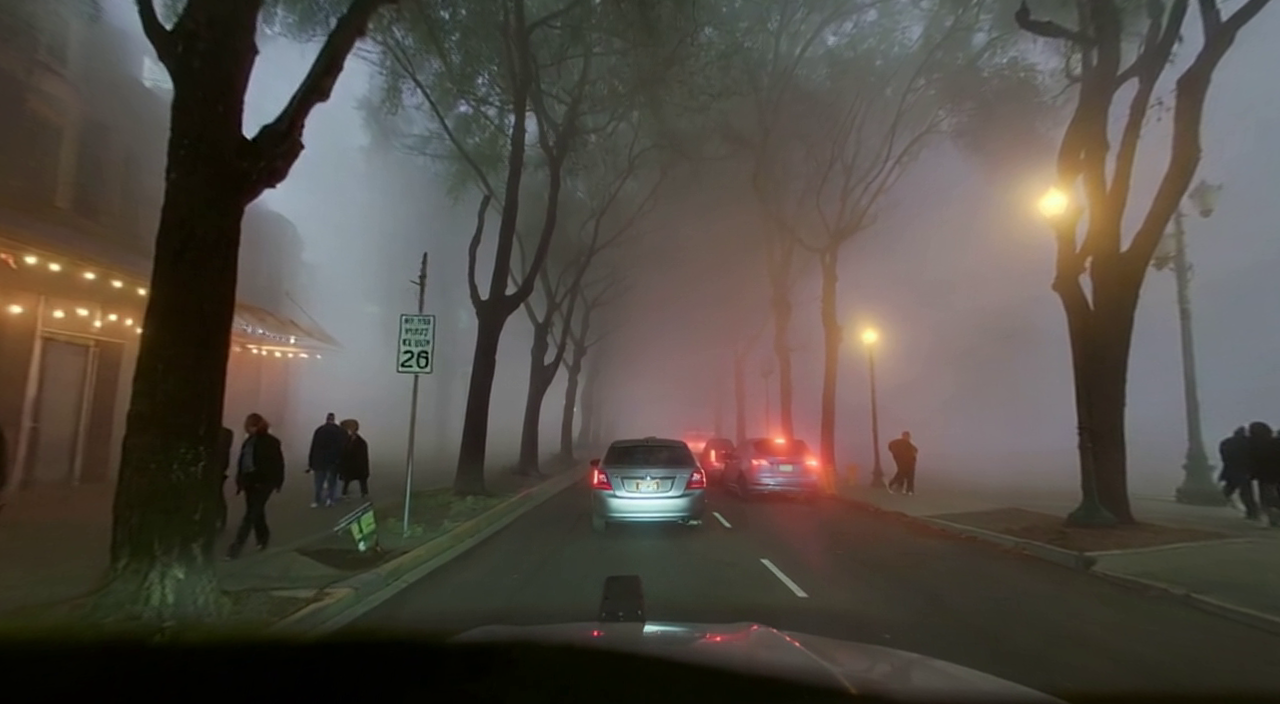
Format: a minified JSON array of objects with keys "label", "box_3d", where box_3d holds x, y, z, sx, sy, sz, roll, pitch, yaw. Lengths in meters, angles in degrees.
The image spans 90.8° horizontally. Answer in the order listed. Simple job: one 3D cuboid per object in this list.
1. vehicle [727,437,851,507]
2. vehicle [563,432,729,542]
[{"label":"vehicle","box_3d":[3.629,3.009,16.311,2.025,1.523,4.426,0,-9,-1]},{"label":"vehicle","box_3d":[0.033,2.156,10.758,2.261,1.474,4.130,0,-8,-1]}]
